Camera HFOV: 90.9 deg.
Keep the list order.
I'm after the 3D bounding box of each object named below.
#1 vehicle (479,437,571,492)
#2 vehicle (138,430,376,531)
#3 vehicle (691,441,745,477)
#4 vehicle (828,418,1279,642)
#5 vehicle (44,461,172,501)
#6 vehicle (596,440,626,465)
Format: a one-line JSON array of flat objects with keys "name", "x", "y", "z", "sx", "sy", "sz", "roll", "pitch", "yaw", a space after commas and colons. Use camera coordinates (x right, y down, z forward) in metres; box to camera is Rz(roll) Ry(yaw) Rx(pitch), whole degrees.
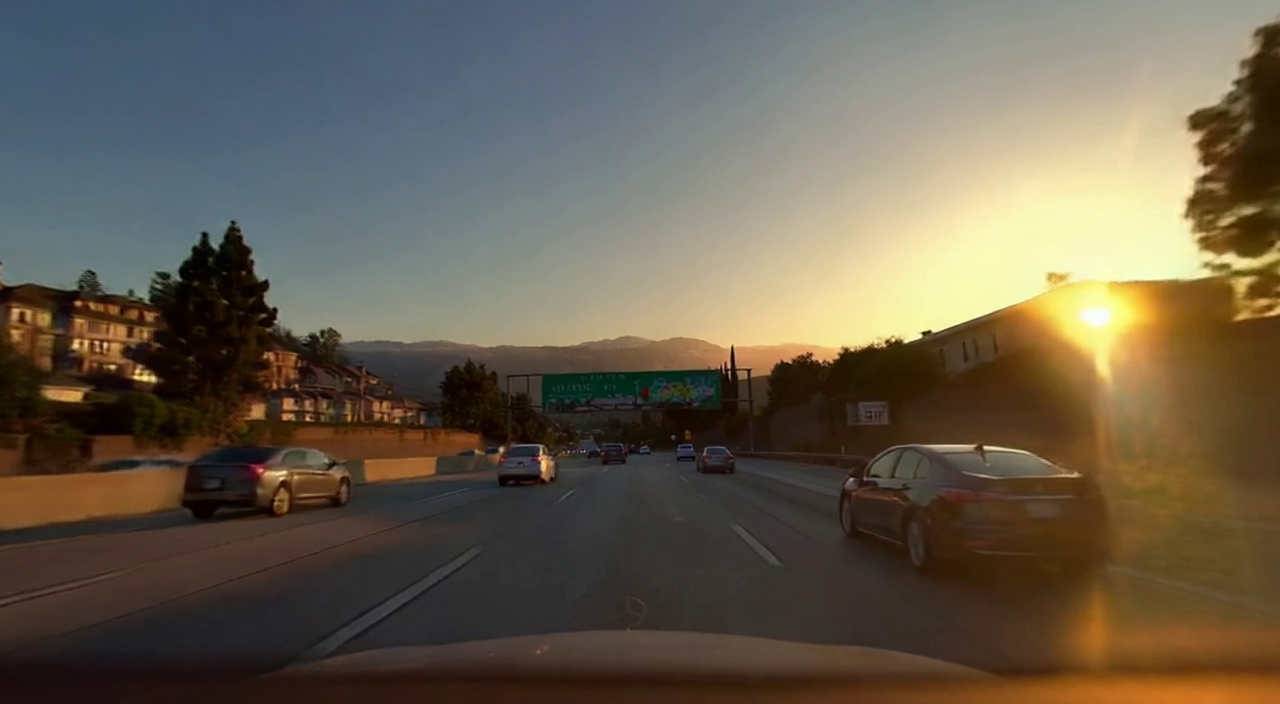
[{"name": "vehicle", "x": -3.609, "y": 3.612, "z": 20.636, "sx": 2.136, "sy": 1.571, "sz": 4.285, "roll": 0, "pitch": -8, "yaw": 1}, {"name": "vehicle", "x": -7.348, "y": 2.475, "z": 12.789, "sx": 2.057, "sy": 1.681, "sz": 4.277, "roll": 0, "pitch": -8, "yaw": 1}, {"name": "vehicle", "x": 3.320, "y": 4.641, "z": 27.576, "sx": 1.854, "sy": 1.438, "sz": 3.954, "roll": 0, "pitch": -8, "yaw": 0}, {"name": "vehicle", "x": 3.556, "y": 1.525, "z": 6.506, "sx": 1.912, "sy": 1.509, "sz": 4.291, "roll": 0, "pitch": -8, "yaw": 0}, {"name": "vehicle", "x": -23.245, "y": 5.620, "z": 27.824, "sx": 1.789, "sy": 1.458, "sz": 4.362, "roll": 0, "pitch": -8, "yaw": 1}, {"name": "vehicle", "x": -2.142, "y": 7.614, "z": 47.919, "sx": 2.183, "sy": 1.764, "sz": 4.134, "roll": 0, "pitch": -8, "yaw": -1}]
